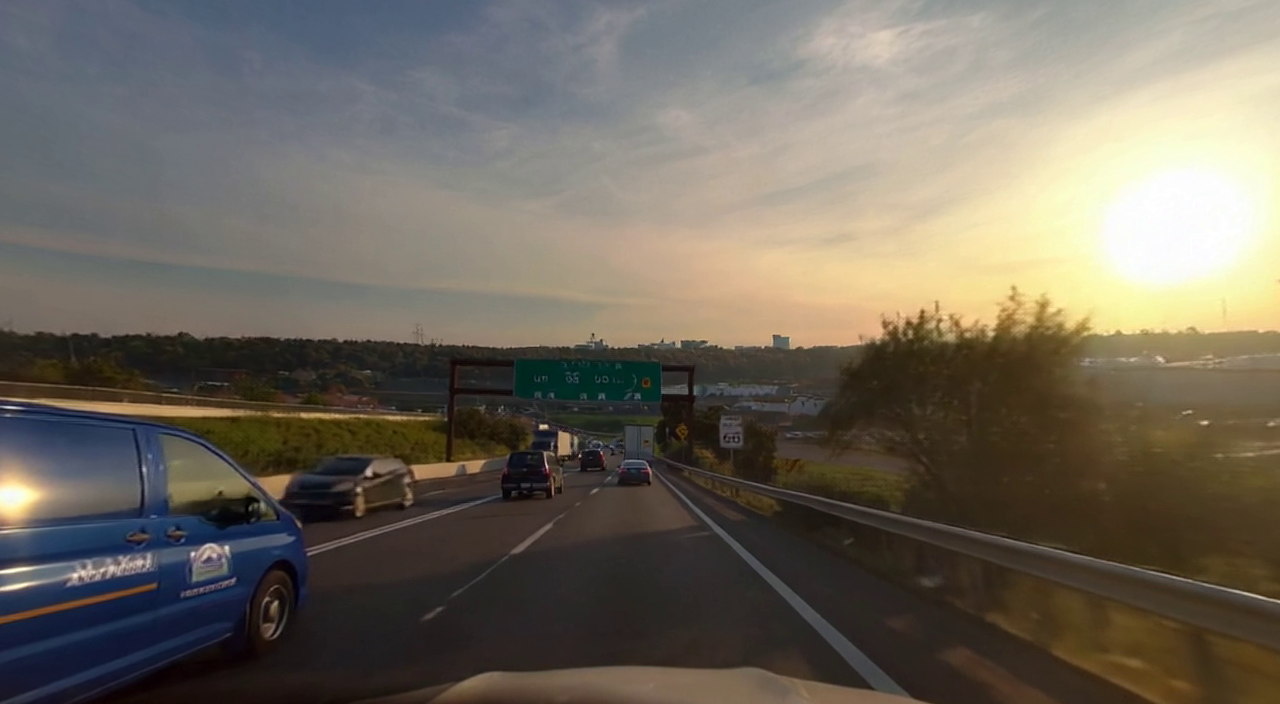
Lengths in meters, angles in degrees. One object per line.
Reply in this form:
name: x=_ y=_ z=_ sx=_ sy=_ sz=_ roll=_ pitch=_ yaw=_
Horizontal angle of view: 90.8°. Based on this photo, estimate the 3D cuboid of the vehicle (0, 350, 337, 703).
vehicle: x=-3.274 y=0.858 z=2.243 sx=2.117 sy=1.688 sz=4.582 roll=0 pitch=-9 yaw=0

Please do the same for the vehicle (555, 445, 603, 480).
vehicle: x=-3.053 y=5.636 z=32.385 sx=1.994 sy=1.663 sz=4.047 roll=0 pitch=-9 yaw=1

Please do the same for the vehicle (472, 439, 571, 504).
vehicle: x=-3.198 y=3.323 z=17.978 sx=1.937 sy=1.600 sz=4.141 roll=0 pitch=-9 yaw=1

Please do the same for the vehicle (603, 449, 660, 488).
vehicle: x=-0.298 y=4.587 z=25.129 sx=2.095 sy=1.393 sz=3.908 roll=0 pitch=-9 yaw=0
